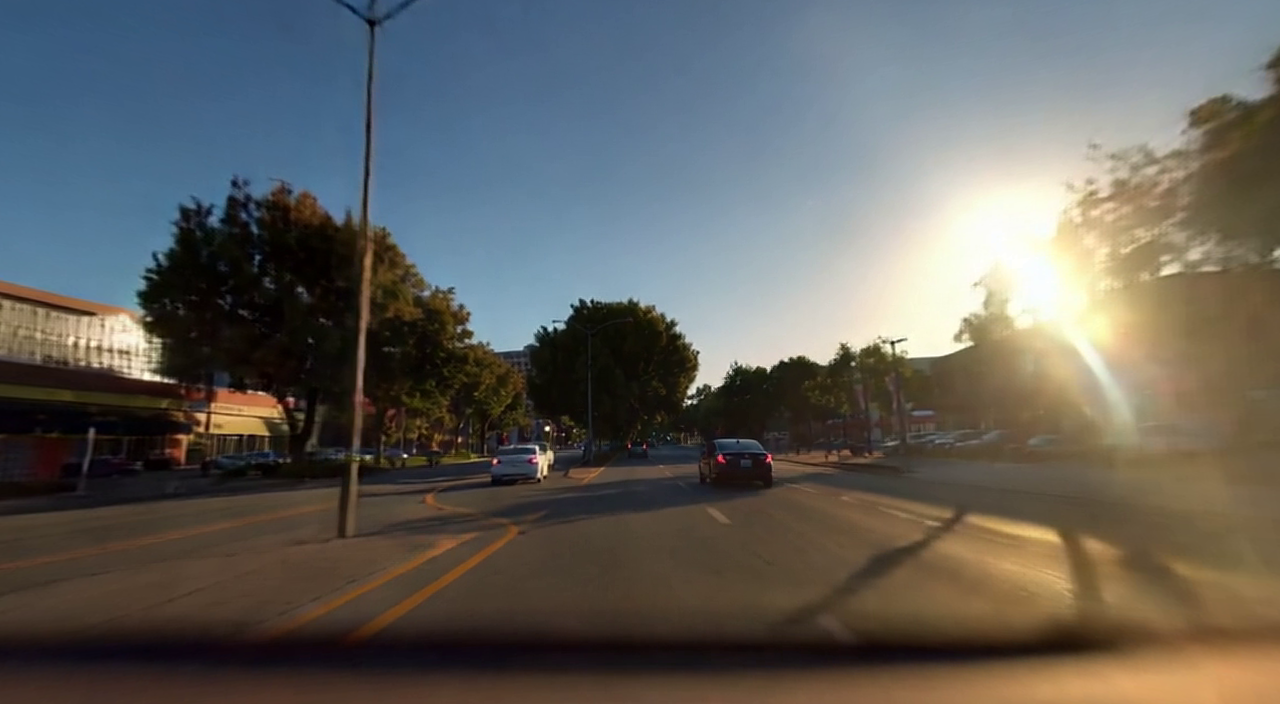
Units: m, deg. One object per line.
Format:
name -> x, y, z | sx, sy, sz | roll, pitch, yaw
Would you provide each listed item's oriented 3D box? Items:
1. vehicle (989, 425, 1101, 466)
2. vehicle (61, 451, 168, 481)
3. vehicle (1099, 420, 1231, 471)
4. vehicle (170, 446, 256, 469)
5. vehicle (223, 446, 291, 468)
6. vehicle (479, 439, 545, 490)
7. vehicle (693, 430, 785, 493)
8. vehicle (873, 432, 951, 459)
vehicle -> 18.156, 4.168, 28.331 | 4.446, 1.692, 2.184 | 4, -10, -28
vehicle -> -28.341, 6.131, 34.090 | 4.717, 1.485, 1.926 | -2, -9, 14
vehicle -> 18.851, 3.343, 22.653 | 4.524, 1.653, 2.109 | 5, -10, -30
vehicle -> -29.728, 7.324, 44.052 | 4.500, 1.559, 2.001 | 0, -8, 1
vehicle -> -30.064, 8.253, 49.624 | 3.990, 1.569, 2.071 | -1, -9, -2
vehicle -> -4.241, 3.787, 21.474 | 1.905, 1.471, 4.302 | -1, -9, -8
vehicle -> 2.866, 3.287, 19.275 | 1.963, 1.677, 4.229 | 0, -8, -2
vehicle -> 17.543, 6.008, 40.695 | 4.591, 1.645, 1.914 | 4, -9, -24
